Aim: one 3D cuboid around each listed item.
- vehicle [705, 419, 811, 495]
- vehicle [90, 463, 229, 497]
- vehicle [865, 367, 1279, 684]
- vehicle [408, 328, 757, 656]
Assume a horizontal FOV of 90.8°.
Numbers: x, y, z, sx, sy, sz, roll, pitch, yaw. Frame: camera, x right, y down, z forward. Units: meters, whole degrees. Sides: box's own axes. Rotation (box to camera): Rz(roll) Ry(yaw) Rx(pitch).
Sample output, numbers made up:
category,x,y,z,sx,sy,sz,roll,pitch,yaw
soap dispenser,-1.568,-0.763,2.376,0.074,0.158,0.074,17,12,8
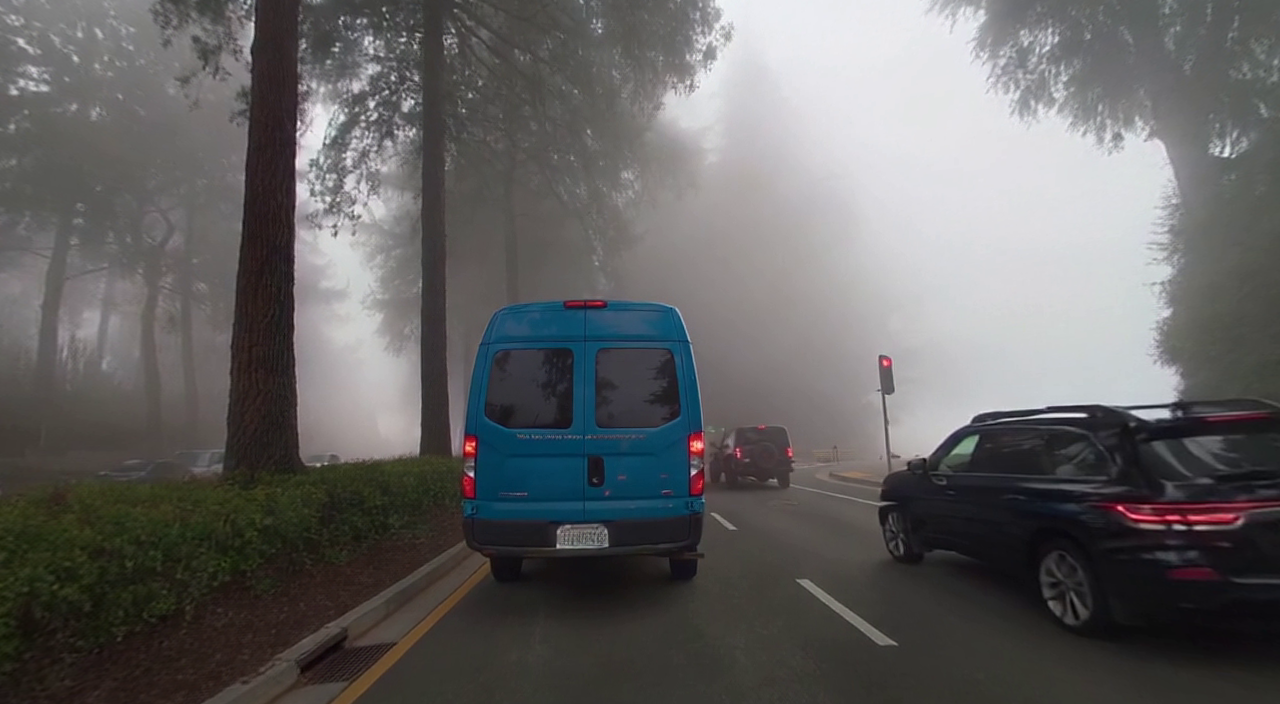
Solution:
category,x,y,z,sx,sy,sz,roll,pitch,yaw
vehicle,3.170,2.935,17.852,1.988,1.873,3.968,1,-9,-3
vehicle,-22.419,5.979,29.658,4.726,1.456,1.873,2,-9,-11
vehicle,4.051,1.277,5.831,2.024,1.692,4.696,0,-9,-2
vehicle,-0.361,1.172,6.161,2.145,2.046,4.309,0,-9,0
